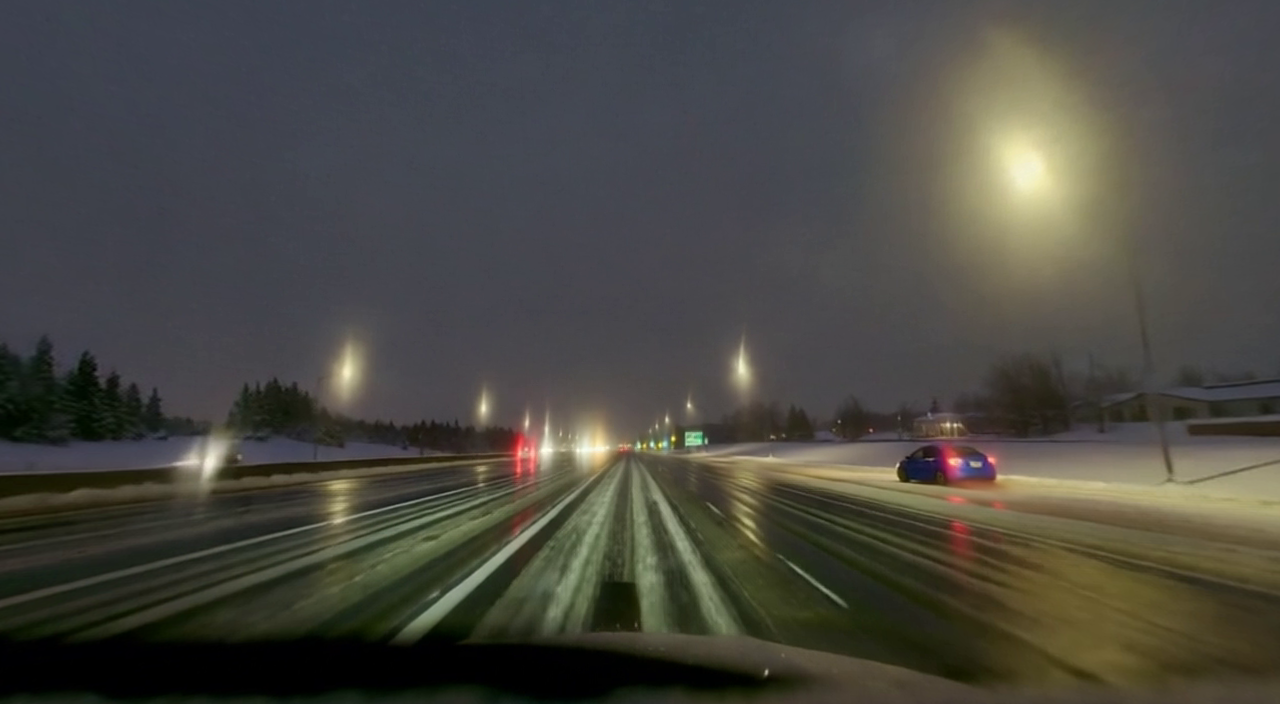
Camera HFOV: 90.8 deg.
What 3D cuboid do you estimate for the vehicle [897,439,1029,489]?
[{"bbox_3d":[10.703,3.733,21.395,1.985,1.493,4.486,0,-9,-1],"label":"vehicle"}]
